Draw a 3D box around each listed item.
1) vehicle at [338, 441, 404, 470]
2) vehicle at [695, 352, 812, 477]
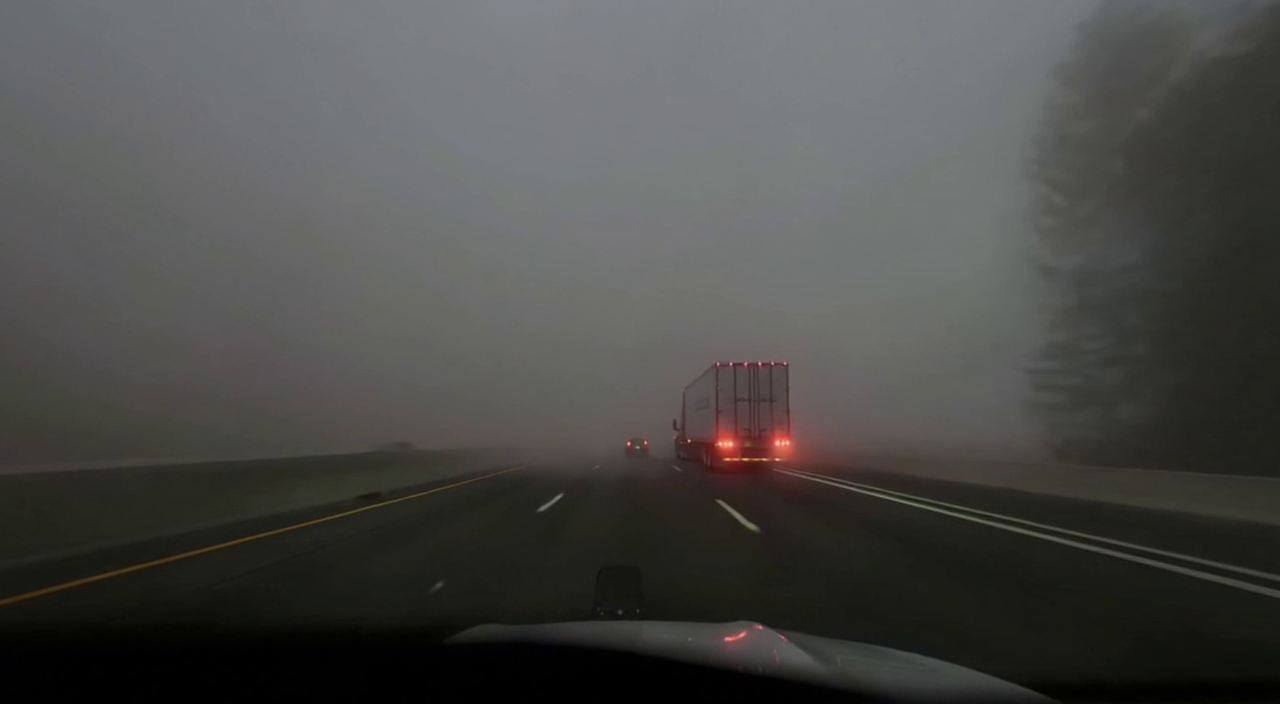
[{"bbox_3d":[-14.677,5.654,34.512,1.816,1.468,4.357,0,-8,-1],"label":"vehicle"},{"bbox_3d":[3.974,2.595,24.384,2.840,3.947,8.920,0,-8,0],"label":"vehicle"}]
